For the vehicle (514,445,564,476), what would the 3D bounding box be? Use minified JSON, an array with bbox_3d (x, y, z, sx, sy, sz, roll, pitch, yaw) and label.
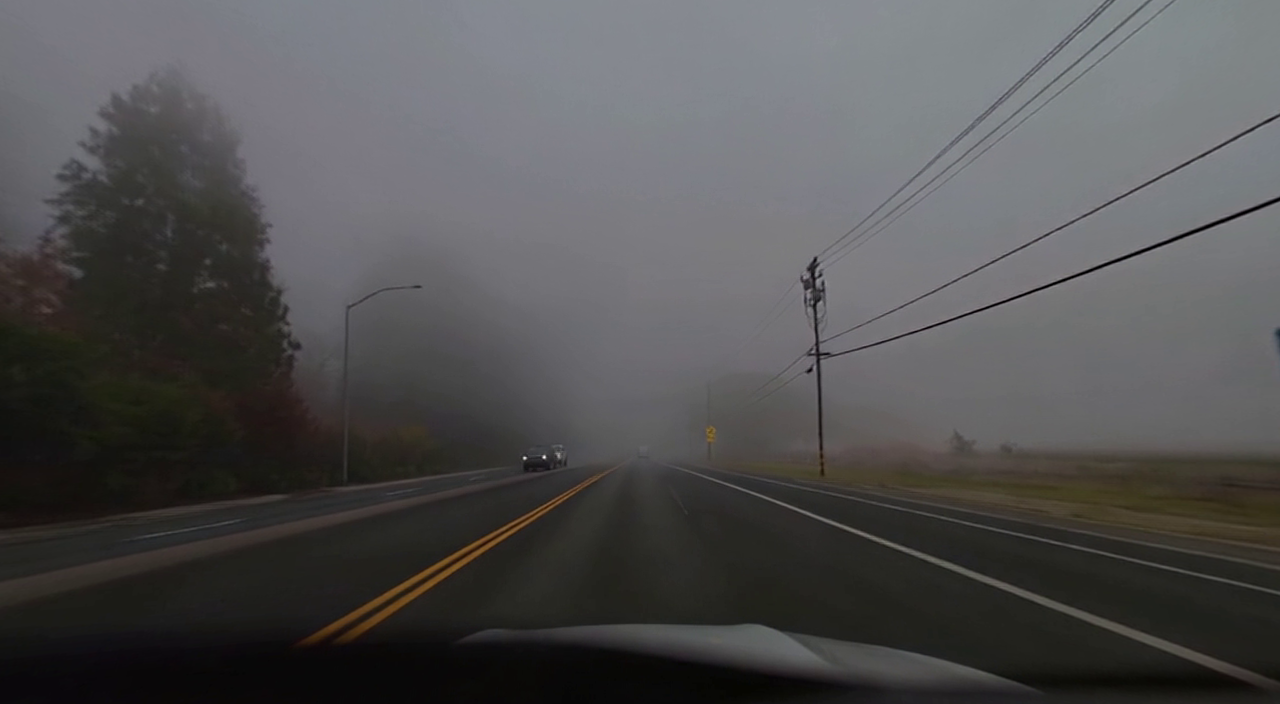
[{"bbox_3d":[-7.642,8.237,48.042,2.766,2.122,5.753,-1,-9,1],"label":"vehicle"}]
